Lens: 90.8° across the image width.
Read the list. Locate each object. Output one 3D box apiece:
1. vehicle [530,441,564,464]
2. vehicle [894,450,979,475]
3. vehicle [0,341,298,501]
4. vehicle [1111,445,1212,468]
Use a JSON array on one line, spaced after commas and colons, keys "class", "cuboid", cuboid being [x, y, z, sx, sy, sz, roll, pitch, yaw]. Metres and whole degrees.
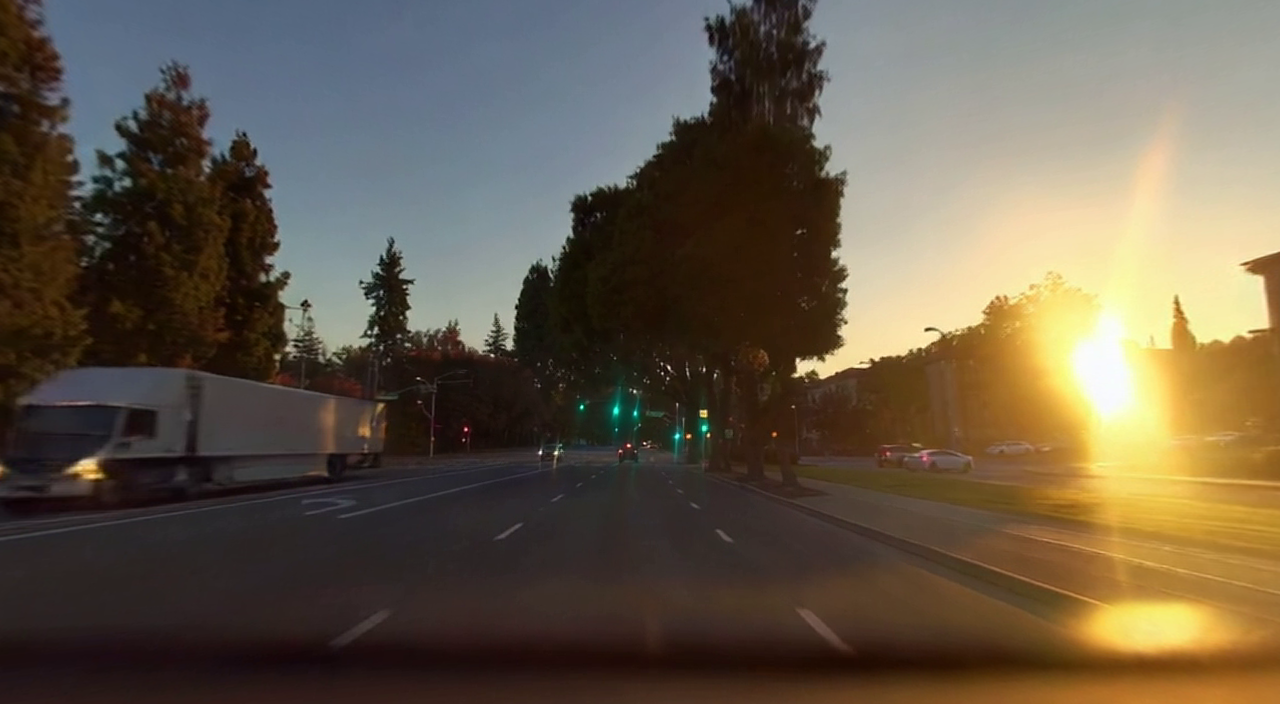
[{"class": "vehicle", "cuboid": [-7.075, 7.721, 48.522, 1.946, 1.680, 4.203, 0, -9, 0]}, {"class": "vehicle", "cuboid": [18.316, 6.860, 39.251, 4.455, 1.475, 1.971, -2, -9, 14]}, {"class": "vehicle", "cuboid": [-15.165, 2.367, 20.254, 3.193, 3.952, 9.170, 0, -9, 0]}, {"class": "vehicle", "cuboid": [34.230, 6.851, 41.597, 4.593, 1.460, 1.926, -3, -9, 16]}]
